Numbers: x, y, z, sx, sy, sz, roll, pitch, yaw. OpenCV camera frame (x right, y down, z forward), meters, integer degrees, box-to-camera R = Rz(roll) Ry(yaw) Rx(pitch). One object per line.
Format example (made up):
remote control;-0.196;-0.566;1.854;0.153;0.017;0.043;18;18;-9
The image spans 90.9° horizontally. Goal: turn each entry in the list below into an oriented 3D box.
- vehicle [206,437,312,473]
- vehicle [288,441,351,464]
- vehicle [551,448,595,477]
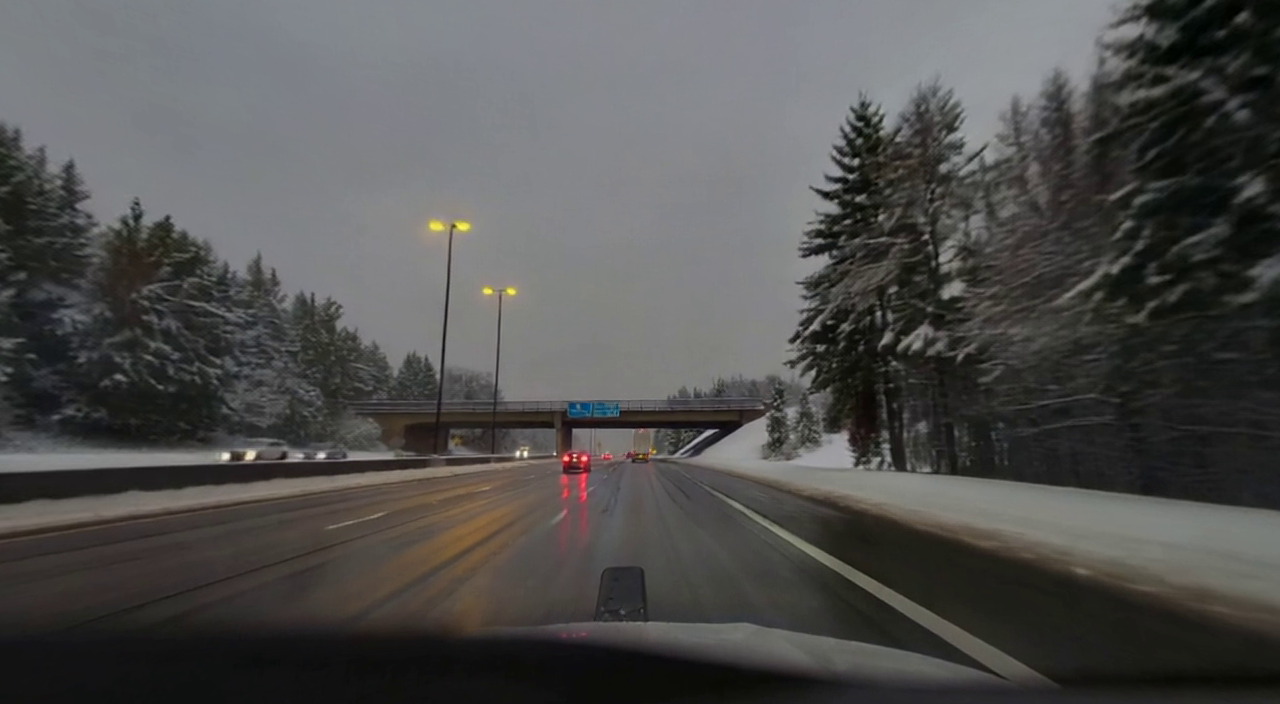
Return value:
vehicle;-24.296;6.617;40.659;2.415;2.092;6.732;0;-9;2
vehicle;-24.244;7.681;47.929;1.992;1.635;5.180;0;-9;1
vehicle;-3.754;6.279;36.037;2.070;1.564;4.145;0;-9;0
